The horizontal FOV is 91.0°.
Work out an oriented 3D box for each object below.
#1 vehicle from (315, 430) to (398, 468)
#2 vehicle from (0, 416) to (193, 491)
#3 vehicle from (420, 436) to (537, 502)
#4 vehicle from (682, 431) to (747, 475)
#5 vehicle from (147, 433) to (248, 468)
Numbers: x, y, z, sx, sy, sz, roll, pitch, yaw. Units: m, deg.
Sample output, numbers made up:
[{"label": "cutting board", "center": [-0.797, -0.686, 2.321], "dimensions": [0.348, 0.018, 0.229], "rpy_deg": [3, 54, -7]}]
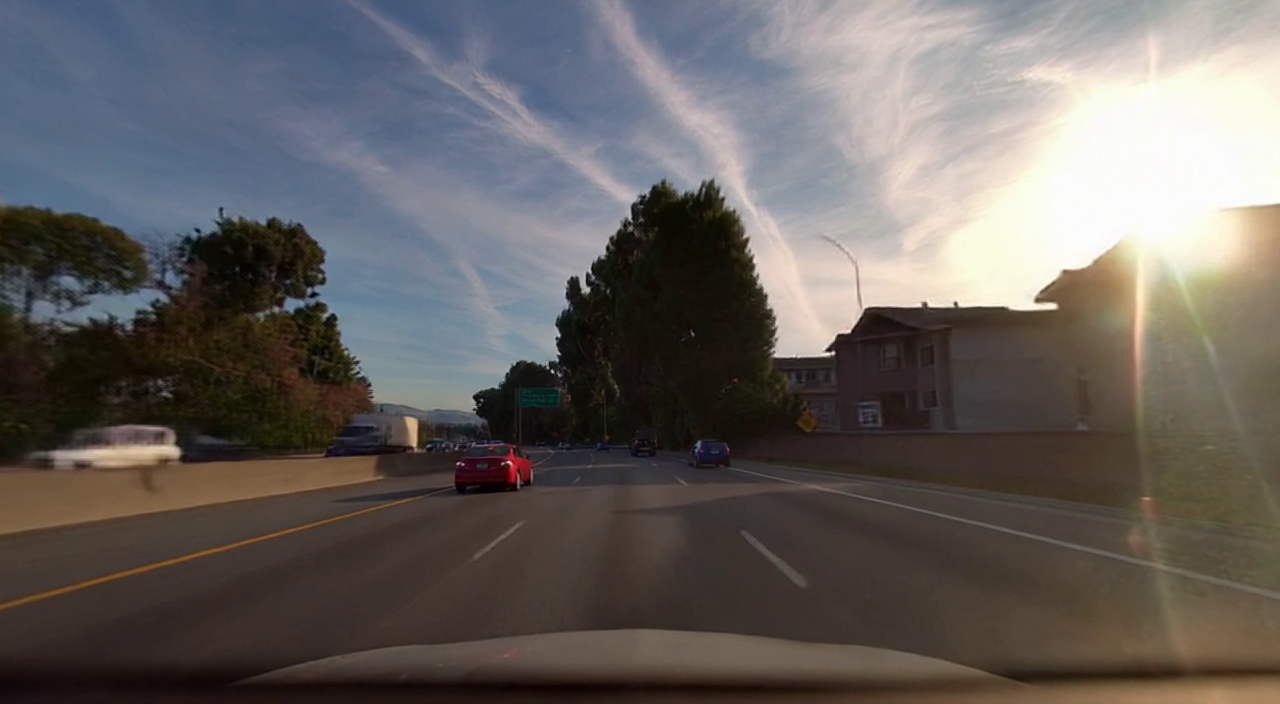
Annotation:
[{"label": "vehicle", "center": [-12.890, 4.444, 28.951], "dimensions": [1.896, 1.590, 4.222], "rpy_deg": [0, -9, -1]}, {"label": "vehicle", "center": [-16.437, 2.920, 18.293], "dimensions": [2.878, 1.844, 5.557], "rpy_deg": [0, -9, -2]}, {"label": "vehicle", "center": [-4.155, 3.084, 17.052], "dimensions": [2.036, 1.528, 4.400], "rpy_deg": [0, -9, -1]}, {"label": "vehicle", "center": [3.027, 4.228, 26.505], "dimensions": [2.092, 1.686, 4.188], "rpy_deg": [0, -9, -2]}, {"label": "vehicle", "center": [-20.681, 4.622, 29.679], "dimensions": [1.857, 1.522, 4.077], "rpy_deg": [0, -8, -1]}]
